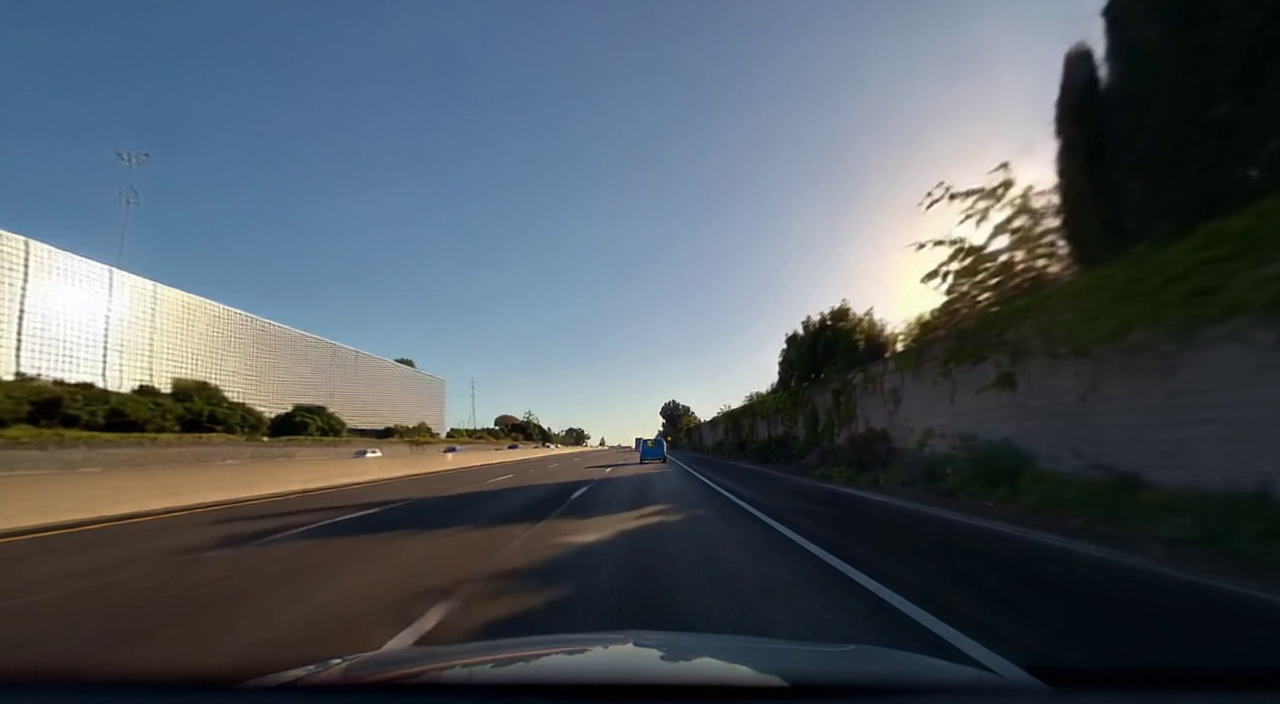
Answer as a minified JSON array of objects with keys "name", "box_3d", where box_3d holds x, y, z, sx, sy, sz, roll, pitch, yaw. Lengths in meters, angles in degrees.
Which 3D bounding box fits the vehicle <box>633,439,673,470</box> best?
[{"name":"vehicle","box_3d":[0.622,5.332,32.943,1.997,1.484,3.409,0,-8,0]}]
